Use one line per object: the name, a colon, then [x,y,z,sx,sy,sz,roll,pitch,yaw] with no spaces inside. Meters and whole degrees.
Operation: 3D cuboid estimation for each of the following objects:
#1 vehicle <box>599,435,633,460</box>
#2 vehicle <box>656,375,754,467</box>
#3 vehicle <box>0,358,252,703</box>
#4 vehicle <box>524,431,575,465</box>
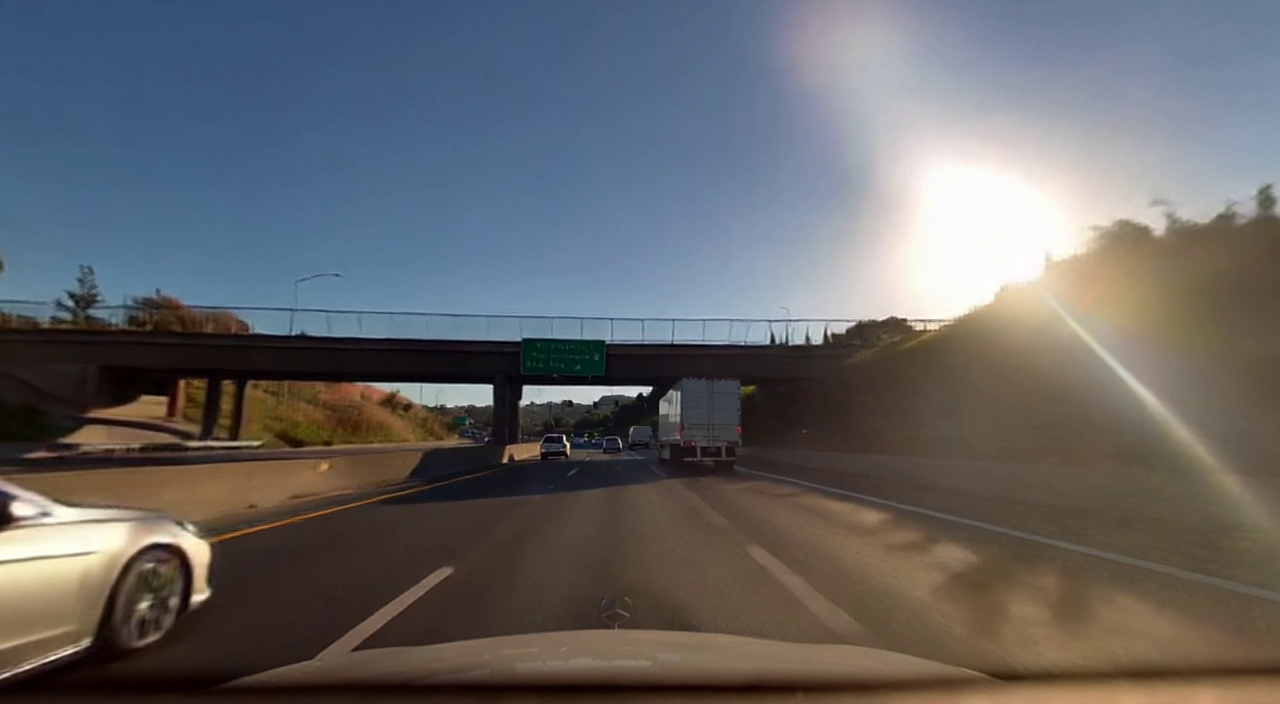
vehicle: [-1.690,6.460,42.706,2.125,1.542,3.816,0,-8,-4]
vehicle: [3.068,4.036,34.845,3.301,4.034,13.722,0,-8,-3]
vehicle: [-3.997,0.810,2.443,2.213,1.650,4.403,0,-8,-1]
vehicle: [-5.031,5.424,35.742,2.377,1.747,4.703,0,-8,-3]
